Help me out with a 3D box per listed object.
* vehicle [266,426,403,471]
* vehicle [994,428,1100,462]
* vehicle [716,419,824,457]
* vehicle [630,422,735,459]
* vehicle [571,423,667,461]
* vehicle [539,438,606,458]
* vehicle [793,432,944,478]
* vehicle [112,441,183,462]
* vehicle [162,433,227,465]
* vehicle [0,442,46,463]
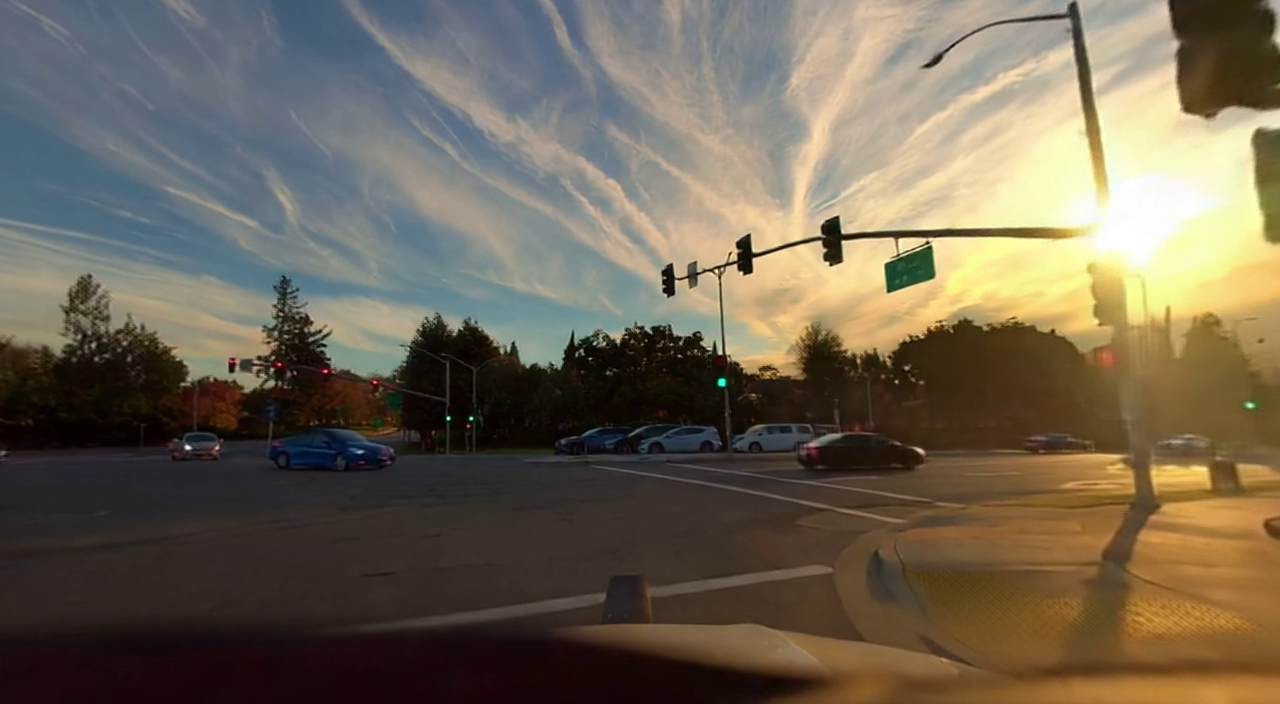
[{"bbox_3d":[-10.804,3.393,22.241,4.686,1.425,2.018,-6,-10,30],"label":"vehicle"},{"bbox_3d":[19.240,4.367,29.748,5.032,1.473,1.827,4,-9,-27],"label":"vehicle"},{"bbox_3d":[7.308,4.866,35.438,5.791,1.964,2.199,5,-9,-26],"label":"vehicle"},{"bbox_3d":[1.985,4.067,29.094,4.483,1.589,1.852,3,-9,-26],"label":"vehicle"},{"bbox_3d":[-1.057,4.444,31.356,4.360,1.749,1.895,4,-9,-28],"label":"vehicle"},{"bbox_3d":[-5.202,7.391,48.695,4.751,1.479,1.899,4,-9,-26],"label":"vehicle"},{"bbox_3d":[7.587,3.393,21.056,4.425,1.366,1.865,2,-9,-15],"label":"vehicle"},{"bbox_3d":[-37.047,7.489,47.400,4.826,1.484,2.000,-4,-9,22],"label":"vehicle"},{"bbox_3d":[-27.236,5.900,38.435,2.450,1.807,5.332,7,-11,-42],"label":"vehicle"},{"bbox_3d":[-48.618,7.645,47.874,4.589,1.462,1.953,2,-9,-17],"label":"vehicle"}]
